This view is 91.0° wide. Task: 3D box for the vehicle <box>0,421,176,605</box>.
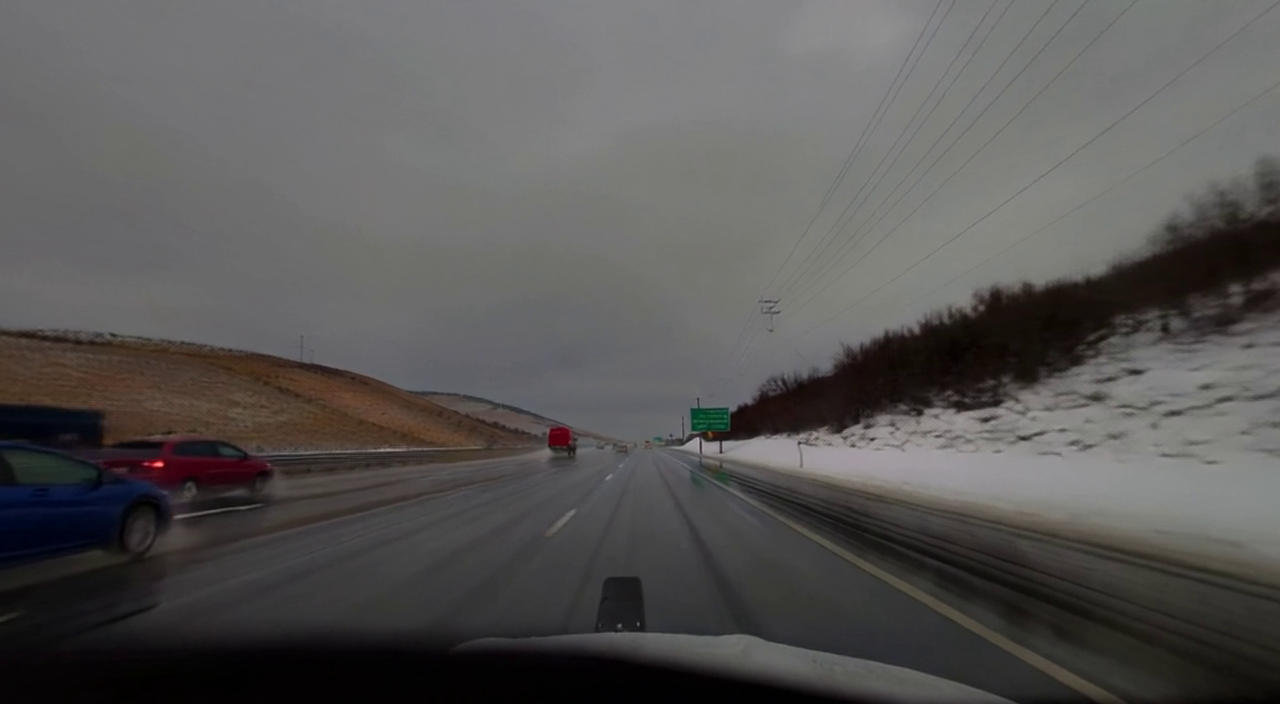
[{"bbox_3d":[-6.164,1.216,4.567,1.955,1.469,4.554,0,-9,3],"label":"vehicle"}]
